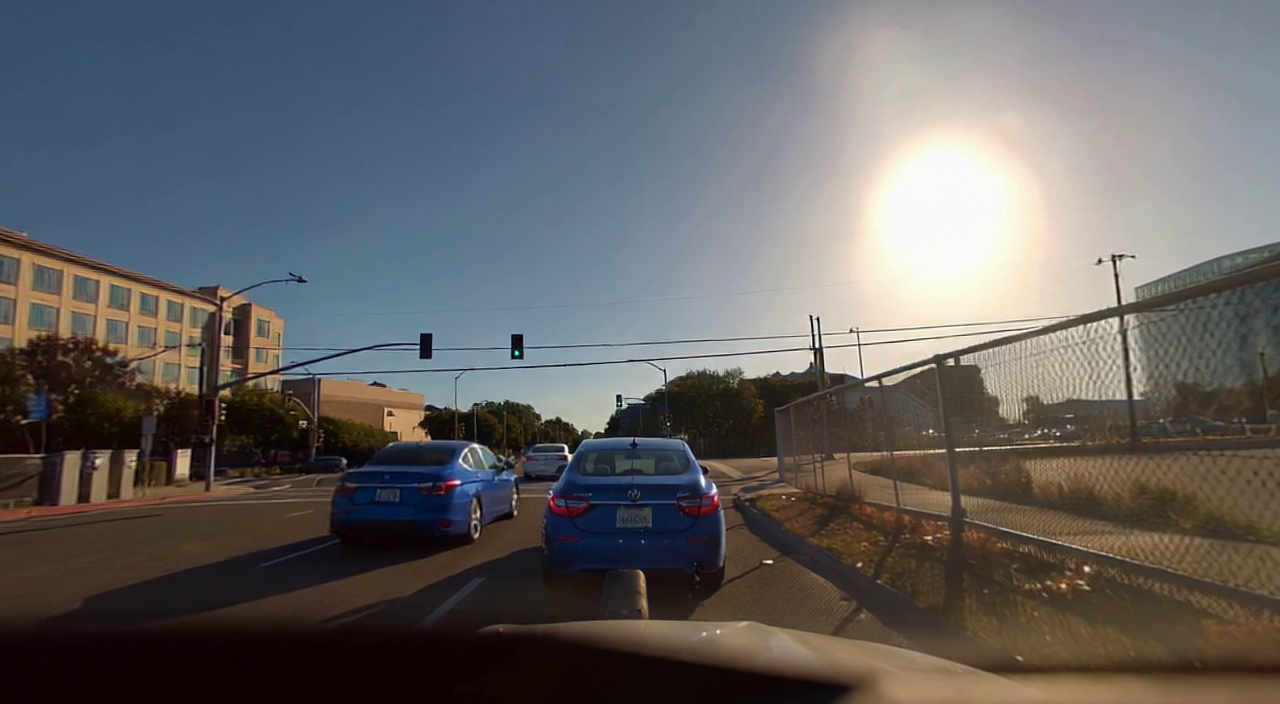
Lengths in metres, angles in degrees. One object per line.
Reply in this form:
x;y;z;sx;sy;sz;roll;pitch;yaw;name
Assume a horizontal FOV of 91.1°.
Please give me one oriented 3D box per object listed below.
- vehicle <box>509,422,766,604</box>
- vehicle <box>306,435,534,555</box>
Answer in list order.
-0.031;1.658;7.362;2.144;1.514;4.063;0;-9;0;vehicle
-3.155;2.144;10.219;1.971;1.488;4.581;0;-9;1;vehicle
